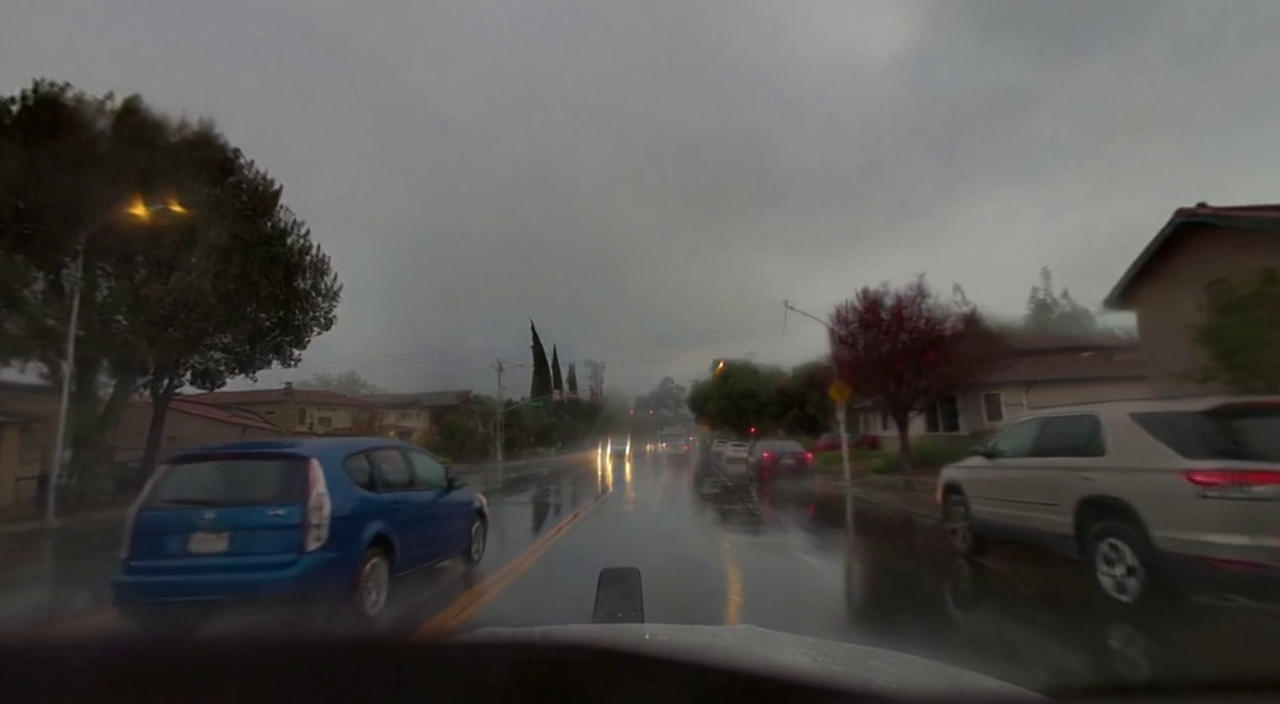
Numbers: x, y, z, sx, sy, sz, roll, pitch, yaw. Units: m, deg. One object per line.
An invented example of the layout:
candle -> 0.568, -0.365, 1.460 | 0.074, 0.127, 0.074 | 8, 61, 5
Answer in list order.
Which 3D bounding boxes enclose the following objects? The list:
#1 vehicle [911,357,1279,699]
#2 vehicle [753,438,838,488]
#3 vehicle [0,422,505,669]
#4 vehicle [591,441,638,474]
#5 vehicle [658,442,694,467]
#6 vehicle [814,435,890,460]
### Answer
vehicle -> 4.386, 1.235, 5.530 | 2.069, 1.780, 4.480 | 0, -8, 1
vehicle -> 5.141, 3.726, 21.541 | 1.964, 1.485, 4.454 | -1, -8, 3
vehicle -> -2.979, 1.534, 6.207 | 2.069, 1.510, 4.325 | -1, -8, 4
vehicle -> -1.211, 5.244, 31.551 | 1.986, 1.508, 4.261 | -1, -8, 3
vehicle -> 2.197, 6.399, 39.587 | 2.081, 1.475, 4.361 | 0, -8, 2
vehicle -> 13.050, 5.874, 39.034 | 4.046, 1.450, 1.814 | -1, -8, 4
